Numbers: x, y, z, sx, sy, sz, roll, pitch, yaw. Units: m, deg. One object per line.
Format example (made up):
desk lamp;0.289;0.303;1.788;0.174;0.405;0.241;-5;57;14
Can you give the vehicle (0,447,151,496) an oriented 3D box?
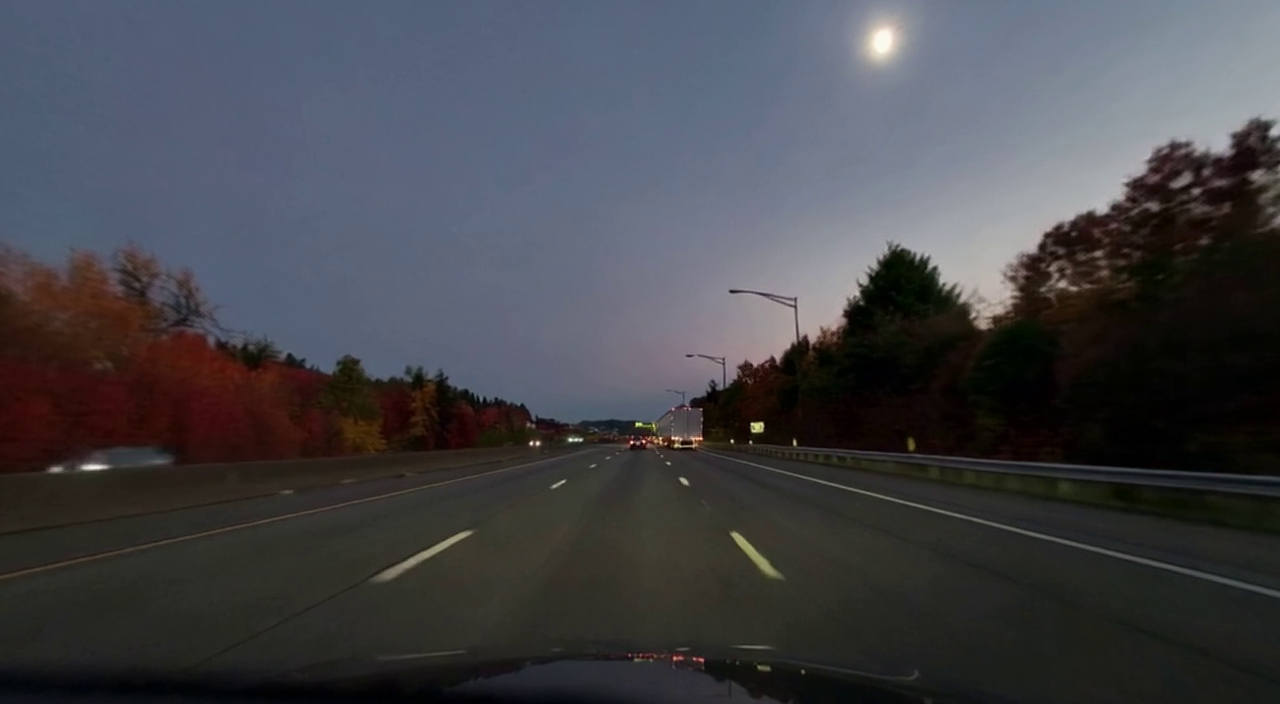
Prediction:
vehicle;-21.304;4.461;23.920;1.876;1.606;4.192;-1;-8;0
